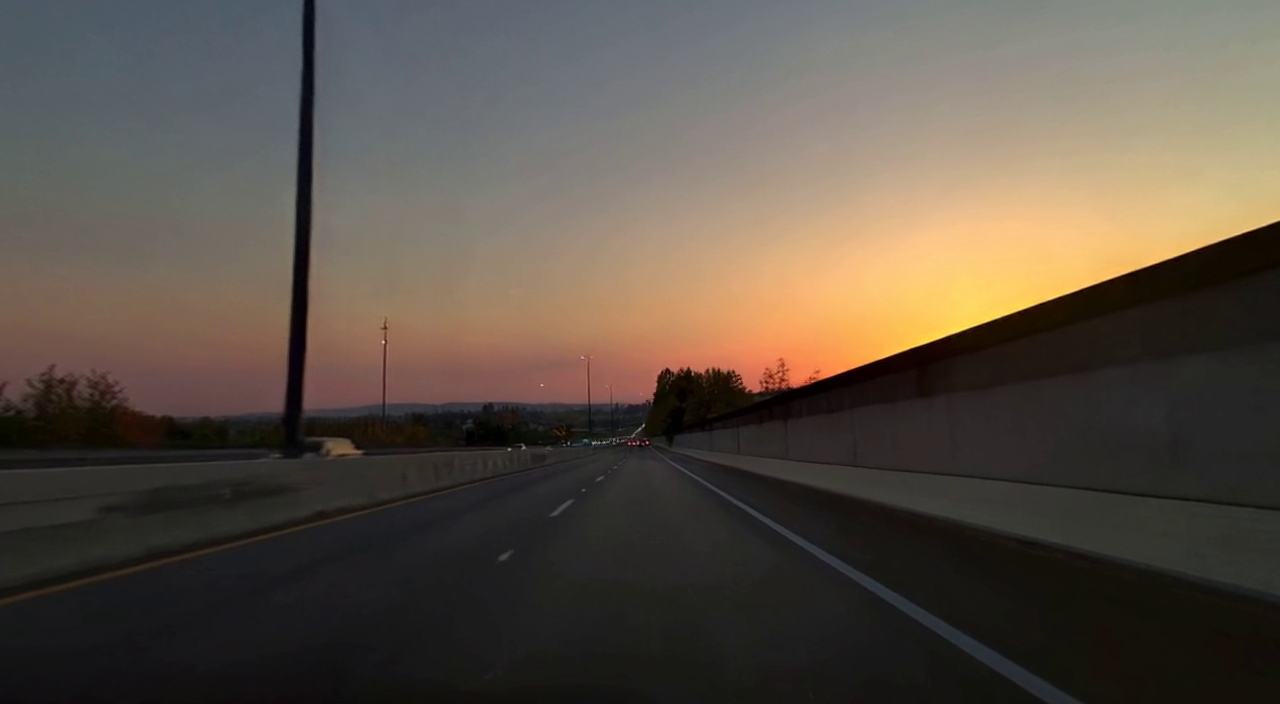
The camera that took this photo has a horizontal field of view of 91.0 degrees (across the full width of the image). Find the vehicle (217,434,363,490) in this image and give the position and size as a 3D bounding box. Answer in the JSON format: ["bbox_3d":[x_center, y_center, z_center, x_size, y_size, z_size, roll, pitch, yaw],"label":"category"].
[{"bbox_3d":[-11.728,3.698,21.637,2.044,1.690,5.155,0,-8,0],"label":"vehicle"}]
